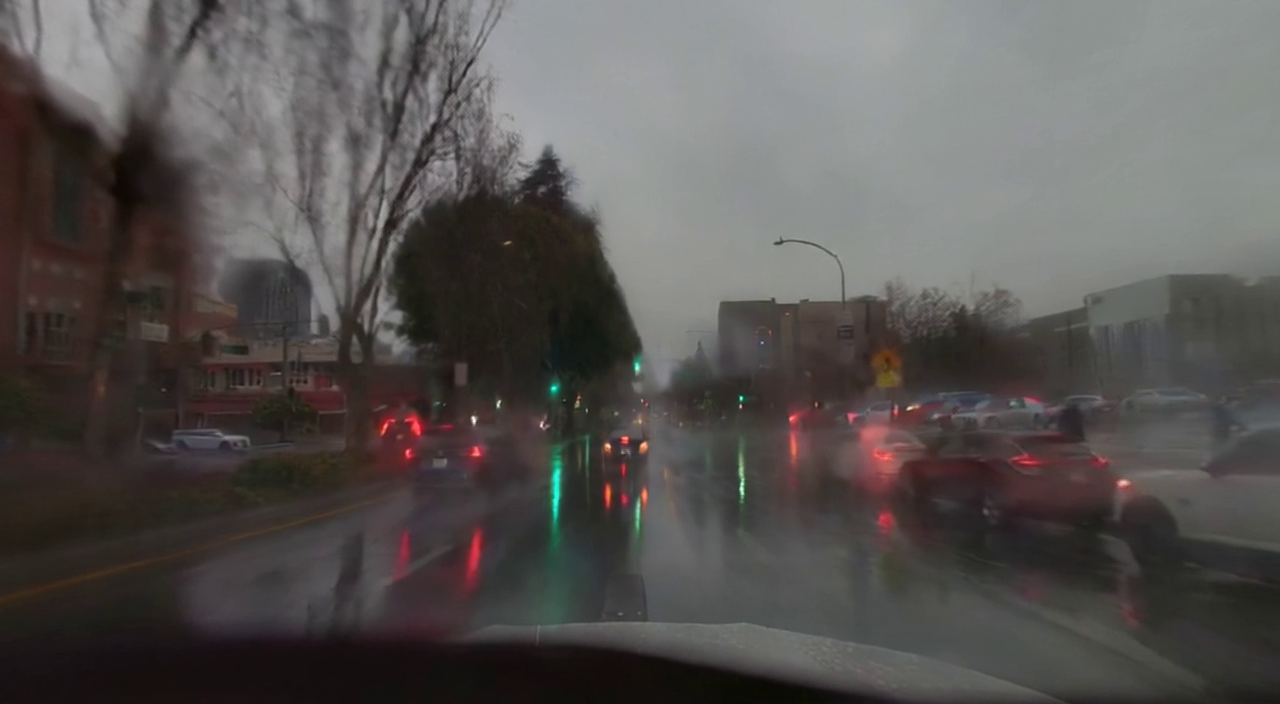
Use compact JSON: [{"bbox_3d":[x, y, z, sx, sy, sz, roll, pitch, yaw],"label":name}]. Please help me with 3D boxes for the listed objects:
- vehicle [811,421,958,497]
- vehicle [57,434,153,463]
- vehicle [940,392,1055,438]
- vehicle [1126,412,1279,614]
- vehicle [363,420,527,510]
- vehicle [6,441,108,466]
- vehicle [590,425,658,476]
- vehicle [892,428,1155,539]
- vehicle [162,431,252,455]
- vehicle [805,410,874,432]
[{"bbox_3d":[6.158,2.753,16.610,1.904,1.705,4.510,0,-8,-2],"label":"vehicle"},{"bbox_3d":[-34.987,6.312,41.367,4.698,1.833,1.887,-1,-8,6],"label":"vehicle"},{"bbox_3d":[21.622,3.869,38.333,5.756,2.653,2.403,2,-8,-12],"label":"vehicle"},{"bbox_3d":[6.204,1.297,5.003,1.877,1.642,3.572,0,-8,2],"label":"vehicle"},{"bbox_3d":[-3.728,2.254,13.051,1.934,1.522,4.464,0,-8,0],"label":"vehicle"},{"bbox_3d":[-34.772,6.048,37.773,3.957,1.396,2.134,0,-9,1],"label":"vehicle"},{"bbox_3d":[-0.482,3.278,21.168,2.082,1.520,3.896,0,-8,0],"label":"vehicle"},{"bbox_3d":[6.107,2.115,10.797,1.959,1.513,4.104,0,-8,1],"label":"vehicle"},{"bbox_3d":[-27.807,5.847,40.685,4.453,1.471,1.921,-1,-8,4],"label":"vehicle"},{"bbox_3d":[15.144,5.284,48.076,4.775,1.604,1.915,3,-9,-20],"label":"vehicle"}]
